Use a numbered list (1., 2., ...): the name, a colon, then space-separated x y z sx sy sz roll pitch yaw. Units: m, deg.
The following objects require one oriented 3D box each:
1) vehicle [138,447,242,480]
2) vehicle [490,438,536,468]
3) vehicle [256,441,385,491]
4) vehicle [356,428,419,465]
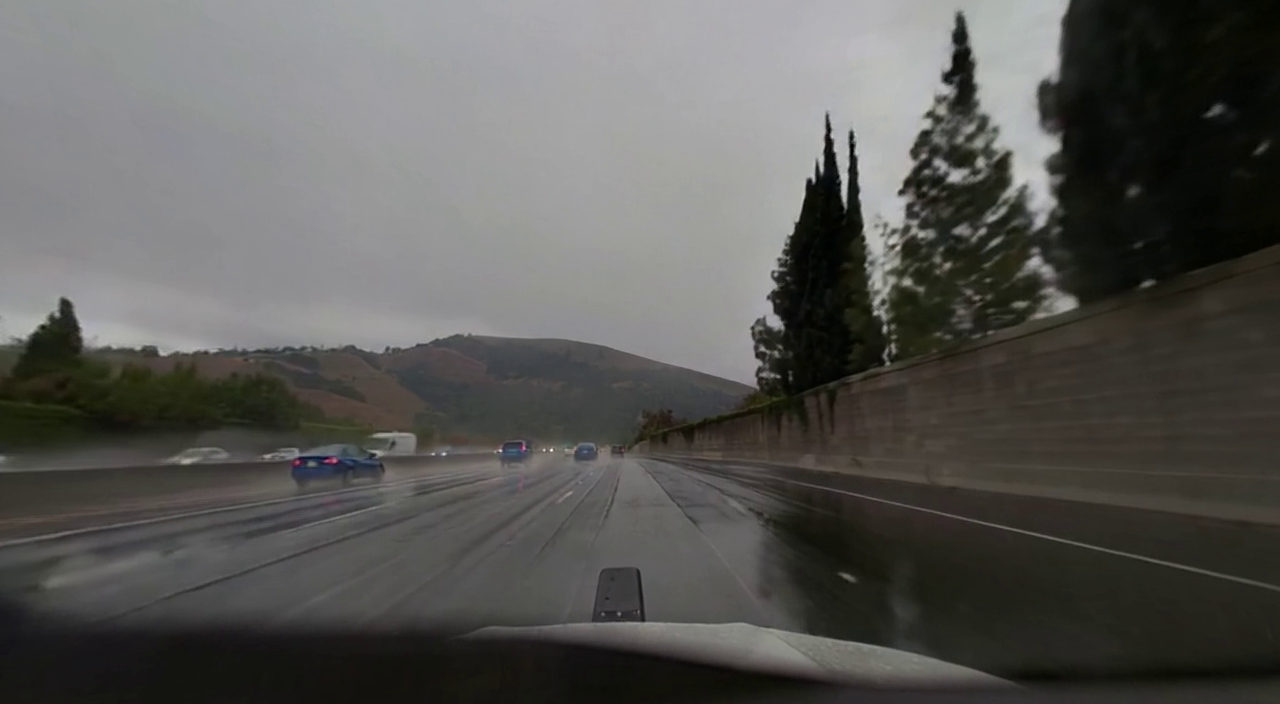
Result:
1. vehicle: -21.855 5.396 30.942 1.863 1.448 4.393 0 -8 -1
2. vehicle: -8.079 6.450 40.624 2.074 1.768 4.805 0 -8 -1
3. vehicle: -10.571 3.771 21.399 1.949 1.475 4.740 0 -8 -1
4. vehicle: -18.674 7.037 47.020 2.308 2.505 5.849 0 -8 -1
